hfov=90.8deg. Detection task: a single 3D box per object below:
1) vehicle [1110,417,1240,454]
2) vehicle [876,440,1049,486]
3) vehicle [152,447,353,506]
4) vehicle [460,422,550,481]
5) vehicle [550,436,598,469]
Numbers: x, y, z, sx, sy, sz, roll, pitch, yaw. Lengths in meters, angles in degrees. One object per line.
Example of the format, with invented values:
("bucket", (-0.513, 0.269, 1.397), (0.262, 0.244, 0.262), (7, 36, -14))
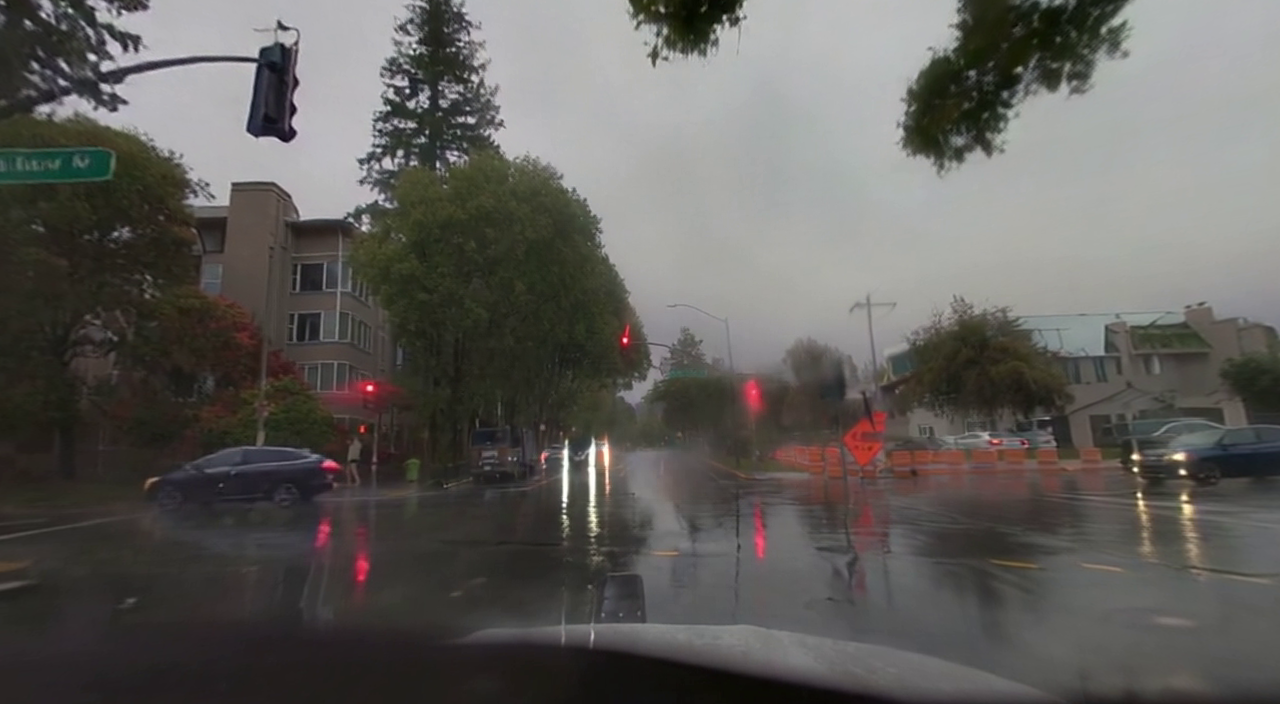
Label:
("vehicle", (33.326, 5.213, 39.481), (5.969, 2.225, 2.458), (0, -9, -3))
("vehicle", (11.268, 3.892, 22.427), (5.158, 1.470, 2.012), (-4, -10, 26))
("vehicle", (-11.082, 3.570, 18.330), (4.497, 1.579, 1.952), (0, -9, -1))
("vehicle", (-6.434, 4.885, 31.277), (2.896, 2.560, 7.322), (0, -8, -1))
("vehicle", (-3.700, 5.762, 36.338), (2.302, 1.708, 4.764), (0, -8, -1))
